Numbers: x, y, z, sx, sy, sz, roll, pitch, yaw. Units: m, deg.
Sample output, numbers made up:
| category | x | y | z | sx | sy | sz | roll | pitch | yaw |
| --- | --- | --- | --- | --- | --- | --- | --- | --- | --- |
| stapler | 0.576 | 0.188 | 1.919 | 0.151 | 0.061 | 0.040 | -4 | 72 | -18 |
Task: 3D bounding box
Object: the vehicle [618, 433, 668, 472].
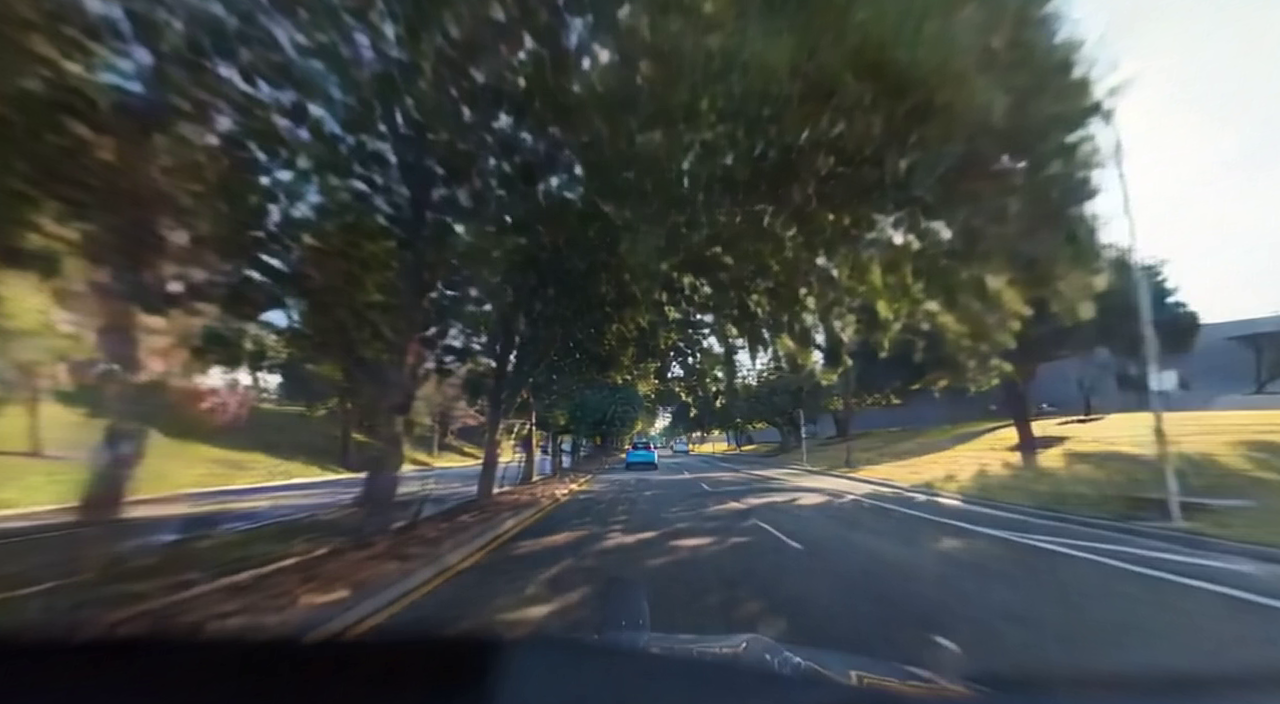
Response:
| category | x | y | z | sx | sy | sz | roll | pitch | yaw |
| --- | --- | --- | --- | --- | --- | --- | --- | --- | --- |
| vehicle | 0.146 | 4.865 | 30.546 | 2.256 | 1.734 | 4.176 | 0 | -9 | 1 |
